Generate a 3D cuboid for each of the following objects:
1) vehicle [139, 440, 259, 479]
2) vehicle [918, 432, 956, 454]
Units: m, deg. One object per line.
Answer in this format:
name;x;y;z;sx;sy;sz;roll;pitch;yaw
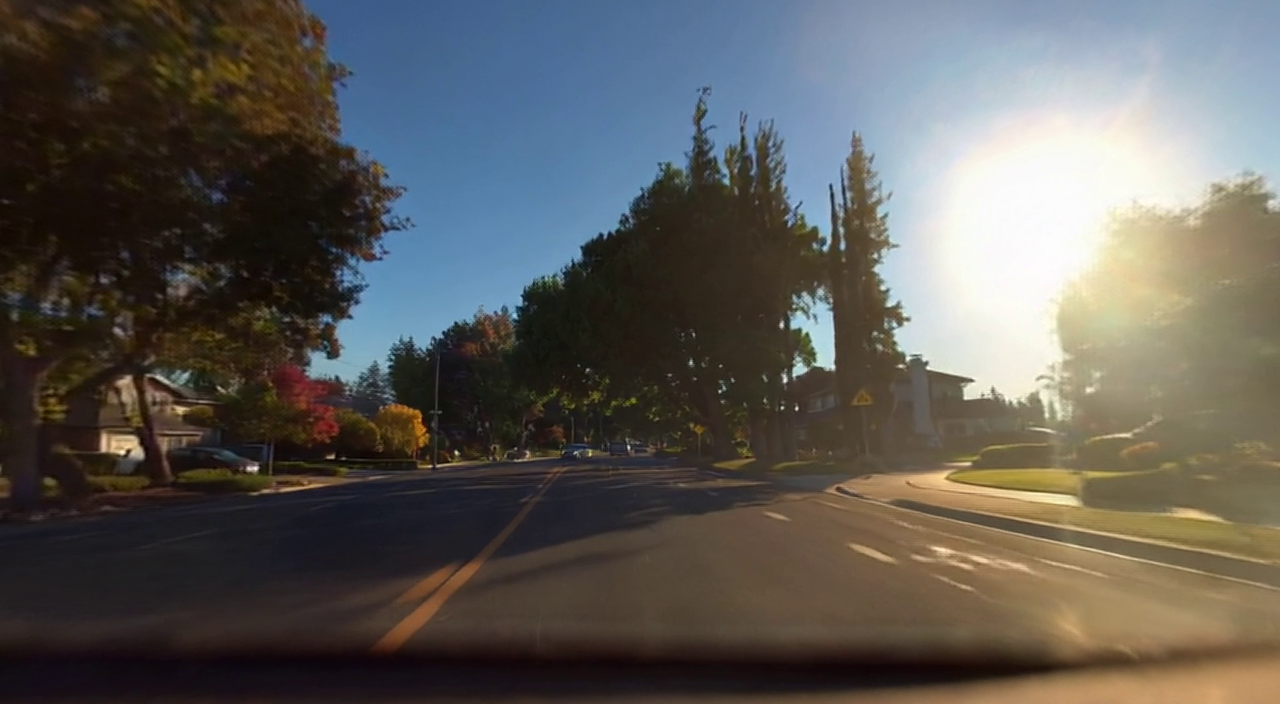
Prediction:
vehicle;-21.133;5.152;30.427;4.050;1.755;2.243;1;-8;-2
vehicle;23.167;7.114;49.421;2.000;1.594;4.976;-4;-9;18
